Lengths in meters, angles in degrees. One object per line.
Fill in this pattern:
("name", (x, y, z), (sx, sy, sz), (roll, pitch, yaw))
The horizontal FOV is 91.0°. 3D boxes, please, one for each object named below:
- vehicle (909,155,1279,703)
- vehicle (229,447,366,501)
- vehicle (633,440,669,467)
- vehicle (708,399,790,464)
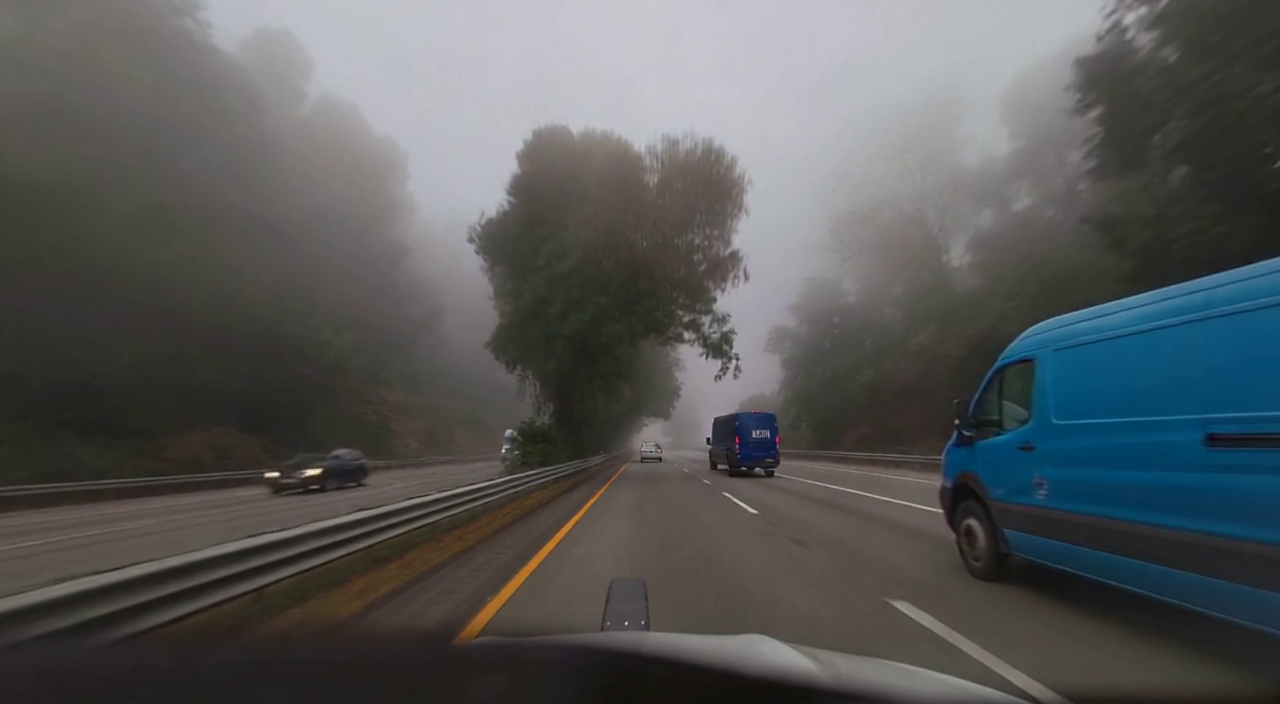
("vehicle", (4.175, 0.485, 3.271), (2.393, 2.679, 7.059), (0, -8, 0))
("vehicle", (-11.245, 3.997, 21.105), (1.930, 1.540, 4.640), (0, -8, 1))
("vehicle", (0.703, 6.359, 39.526), (2.121, 1.590, 4.434), (0, -8, 1))
("vehicle", (7.932, 6.349, 49.047), (3.479, 4.156, 17.231), (0, -8, 1))
